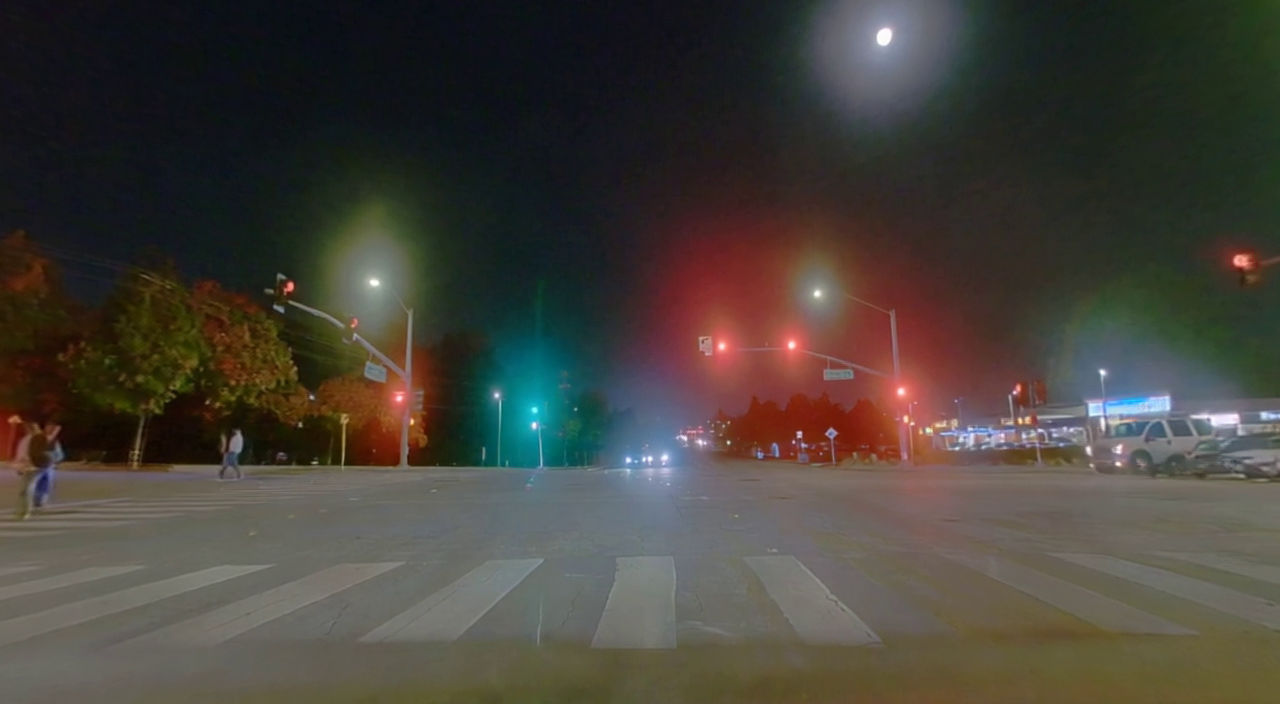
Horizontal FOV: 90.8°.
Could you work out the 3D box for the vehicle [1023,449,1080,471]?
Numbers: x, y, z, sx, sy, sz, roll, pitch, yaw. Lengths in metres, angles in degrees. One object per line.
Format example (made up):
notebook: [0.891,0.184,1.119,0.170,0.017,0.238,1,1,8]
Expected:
vehicle: [27.711,7.242,42.689,1.589,1.405,3.633,-1,-9,4]

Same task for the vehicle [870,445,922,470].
vehicle: [17.517,7.233,43.486,1.789,1.557,4.293,0,-9,0]

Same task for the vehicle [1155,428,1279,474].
vehicle: [20.995,3.398,21.725,4.740,1.464,1.876,-1,-9,3]

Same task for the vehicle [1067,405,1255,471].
vehicle: [22.941,3.850,28.094,5.855,2.746,2.523,-1,-9,3]
